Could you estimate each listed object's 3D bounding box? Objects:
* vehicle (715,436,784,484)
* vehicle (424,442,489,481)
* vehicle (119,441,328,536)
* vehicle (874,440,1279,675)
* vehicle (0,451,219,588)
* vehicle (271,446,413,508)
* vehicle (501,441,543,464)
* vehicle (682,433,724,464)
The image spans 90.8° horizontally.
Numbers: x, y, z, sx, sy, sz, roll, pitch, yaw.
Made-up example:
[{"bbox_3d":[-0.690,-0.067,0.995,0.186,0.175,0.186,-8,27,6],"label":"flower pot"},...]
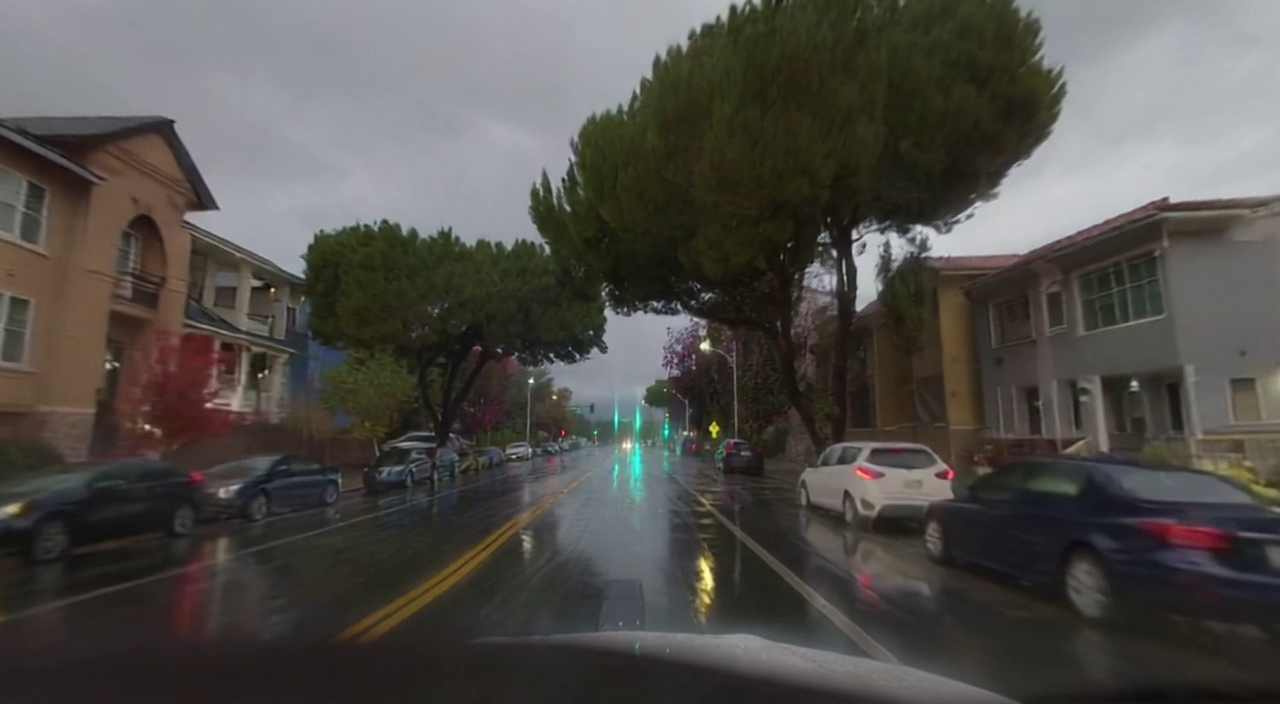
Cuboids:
[{"bbox_3d":[4.221,4.221,25.011,1.889,1.703,4.253,0,-9,-1],"label":"vehicle"},{"bbox_3d":[-8.200,4.888,28.514,1.883,1.565,3.655,-2,-8,-1],"label":"vehicle"},{"bbox_3d":[-8.237,2.696,13.022,1.763,1.614,3.940,0,-9,-3],"label":"vehicle"},{"bbox_3d":[4.101,1.639,6.264,1.748,1.471,4.305,0,-9,-2],"label":"vehicle"},{"bbox_3d":[-8.053,2.136,8.716,1.852,1.482,3.916,-1,-9,-2],"label":"vehicle"},{"bbox_3d":[-8.201,3.432,17.941,1.875,1.498,4.395,-1,-9,0],"label":"vehicle"},{"bbox_3d":[-8.294,7.069,44.670,1.981,1.505,4.359,-1,-9,2],"label":"vehicle"},{"bbox_3d":[4.181,6.544,42.782,2.133,1.944,5.390,0,-9,-1],"label":"vehicle"}]
